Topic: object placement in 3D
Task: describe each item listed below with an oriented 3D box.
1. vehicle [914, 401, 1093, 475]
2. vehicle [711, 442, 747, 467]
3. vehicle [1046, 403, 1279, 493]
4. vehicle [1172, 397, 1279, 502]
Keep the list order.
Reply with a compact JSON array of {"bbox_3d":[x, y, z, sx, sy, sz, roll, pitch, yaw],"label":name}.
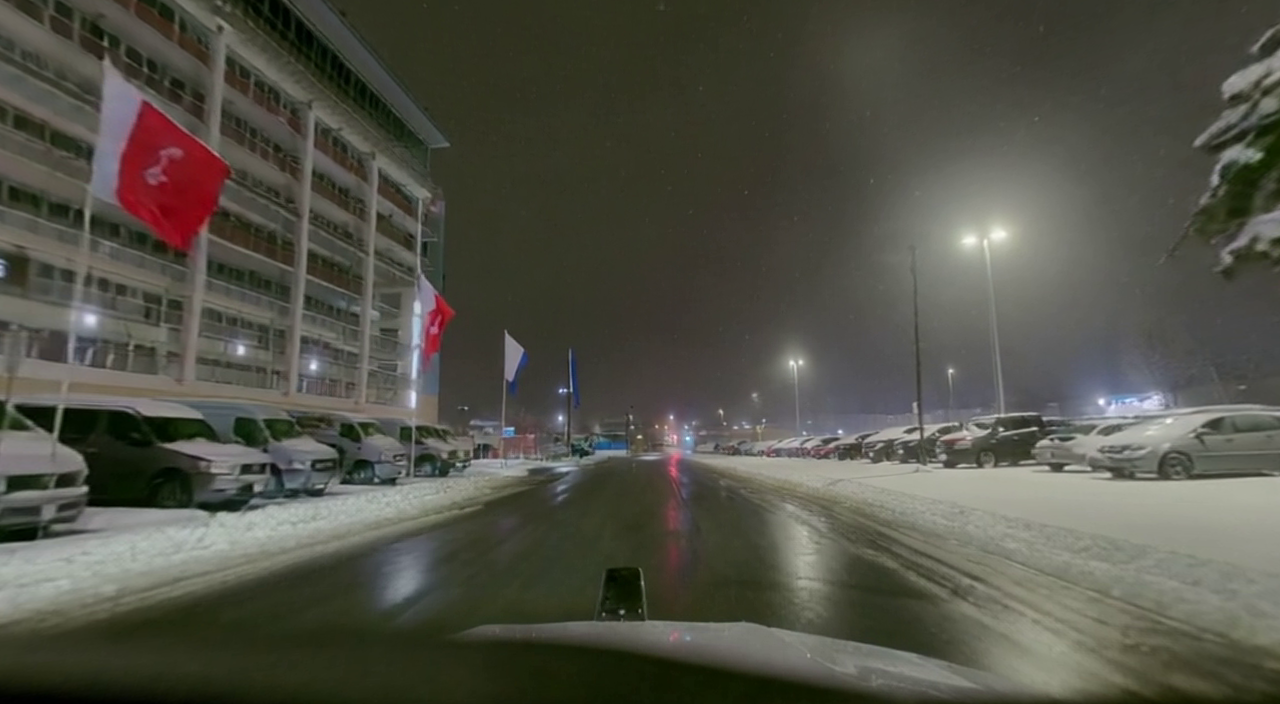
[{"bbox_3d":[12.283,2.901,21.249,6.017,2.202,2.328,4,-10,-29],"label":"vehicle"},{"bbox_3d":[6.299,7.283,45.139,2.026,1.659,4.314,0,-8,2],"label":"vehicle"},{"bbox_3d":[12.178,2.175,14.478,5.427,1.722,2.235,4,-9,-27],"label":"vehicle"},{"bbox_3d":[12.342,1.742,11.477,4.766,1.676,2.167,4,-9,-26],"label":"vehicle"}]
